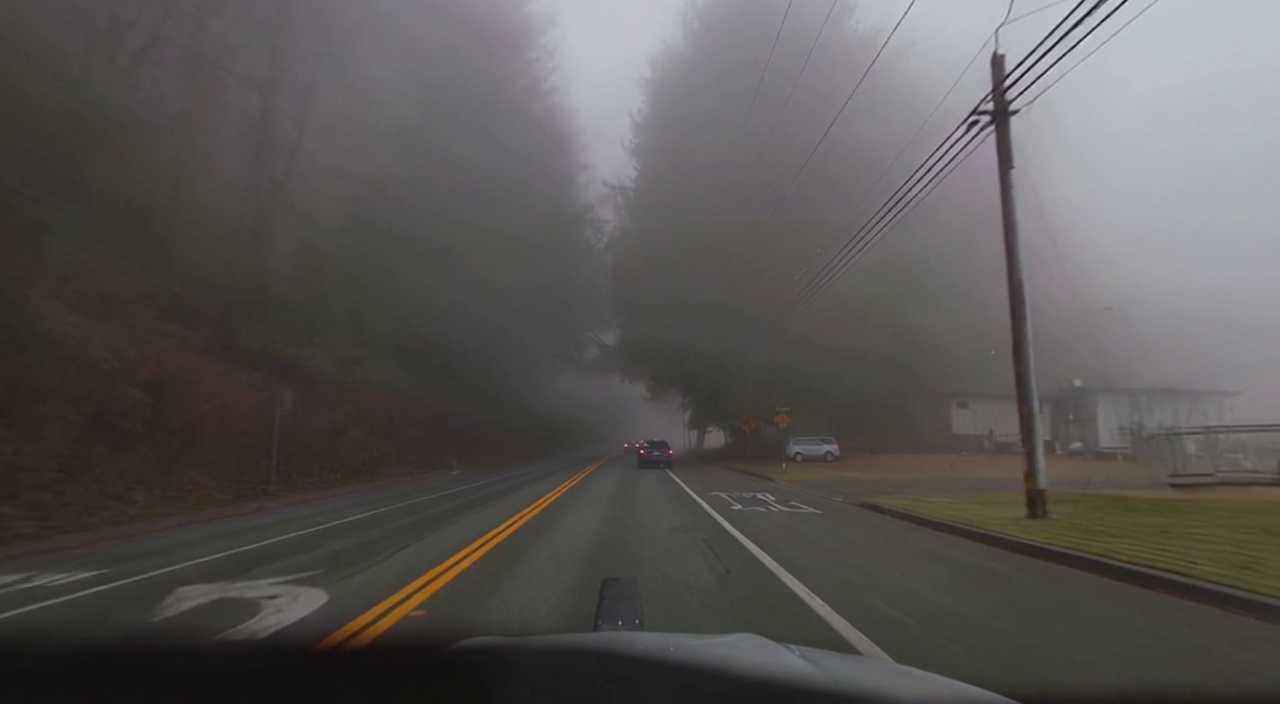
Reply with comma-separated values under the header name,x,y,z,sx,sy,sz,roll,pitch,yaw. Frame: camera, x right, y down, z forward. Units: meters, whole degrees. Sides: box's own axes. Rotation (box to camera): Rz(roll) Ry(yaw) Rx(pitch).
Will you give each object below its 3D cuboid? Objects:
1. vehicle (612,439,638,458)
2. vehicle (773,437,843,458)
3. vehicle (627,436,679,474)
name,x,y,z,sx,sy,sz,roll,pitch,yaw
vehicle,-1.153,7.573,49.342,1.927,1.453,3.848,0,-8,-1
vehicle,12.244,6.983,46.051,4.551,1.465,1.927,0,-8,1
vehicle,0.465,4.345,26.773,1.975,1.497,3.647,0,-8,-3
